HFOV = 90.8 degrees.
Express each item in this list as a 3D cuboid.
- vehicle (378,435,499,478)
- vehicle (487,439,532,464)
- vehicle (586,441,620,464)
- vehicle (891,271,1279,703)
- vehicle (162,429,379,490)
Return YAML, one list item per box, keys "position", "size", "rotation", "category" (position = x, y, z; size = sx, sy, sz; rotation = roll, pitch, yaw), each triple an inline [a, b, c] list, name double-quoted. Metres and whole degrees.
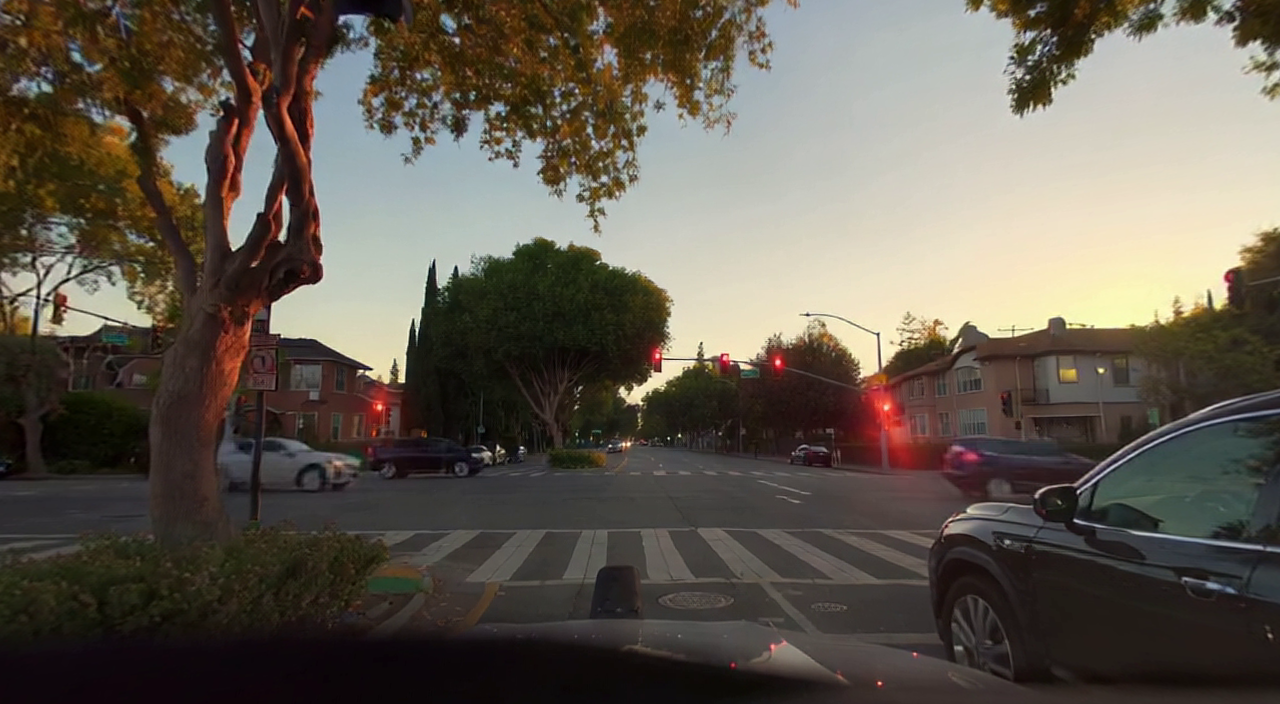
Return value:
- position: [-8.450, 4.345, 26.473]
  size: [4.532, 1.633, 2.130]
  rotation: [4, -9, -24]
  category: "vehicle"
- position: [-8.935, 6.871, 43.686]
  size: [2.028, 1.654, 5.027]
  rotation: [0, -9, 1]
  category: "vehicle"
- position: [-2.412, 6.712, 42.276]
  size: [2.046, 1.491, 4.118]
  rotation: [0, -9, 0]
  category: "vehicle"
- position: [2.723, 0.710, 1.729]
  size: [2.085, 1.800, 4.908]
  rotation: [0, -9, 1]
  category: "vehicle"
- position: [-11.286, 3.307, 19.592]
  size: [5.403, 1.759, 2.040]
  rotation: [0, -9, 0]
  category: "vehicle"
